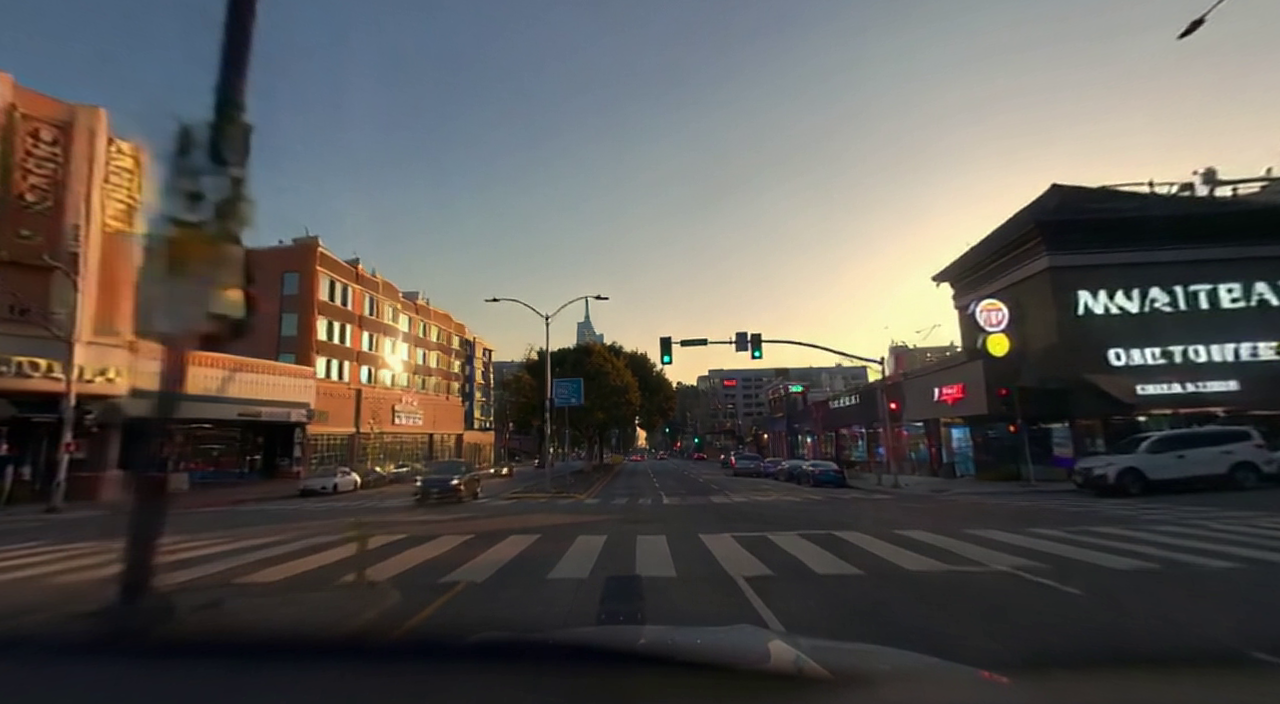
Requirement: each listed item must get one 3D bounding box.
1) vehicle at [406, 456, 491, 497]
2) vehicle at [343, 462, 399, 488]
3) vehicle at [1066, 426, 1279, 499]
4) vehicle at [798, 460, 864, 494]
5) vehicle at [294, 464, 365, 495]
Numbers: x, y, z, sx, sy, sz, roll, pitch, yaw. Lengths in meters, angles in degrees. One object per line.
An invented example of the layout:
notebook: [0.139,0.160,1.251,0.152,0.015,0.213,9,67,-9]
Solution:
vehicle: [-8.148,5.314,27.333,2.225,1.532,4.486,0,-8,1]
vehicle: [-18.214,8.334,42.957,1.756,1.525,4.355,-1,-8,2]
vehicle: [17.265,3.443,19.842,5.748,2.090,2.506,-1,-8,5]
vehicle: [9.649,6.324,32.339,1.948,1.483,4.645,0,-8,0]
vehicle: [-18.146,7.455,37.210,1.858,1.493,4.721,0,-8,-1]
